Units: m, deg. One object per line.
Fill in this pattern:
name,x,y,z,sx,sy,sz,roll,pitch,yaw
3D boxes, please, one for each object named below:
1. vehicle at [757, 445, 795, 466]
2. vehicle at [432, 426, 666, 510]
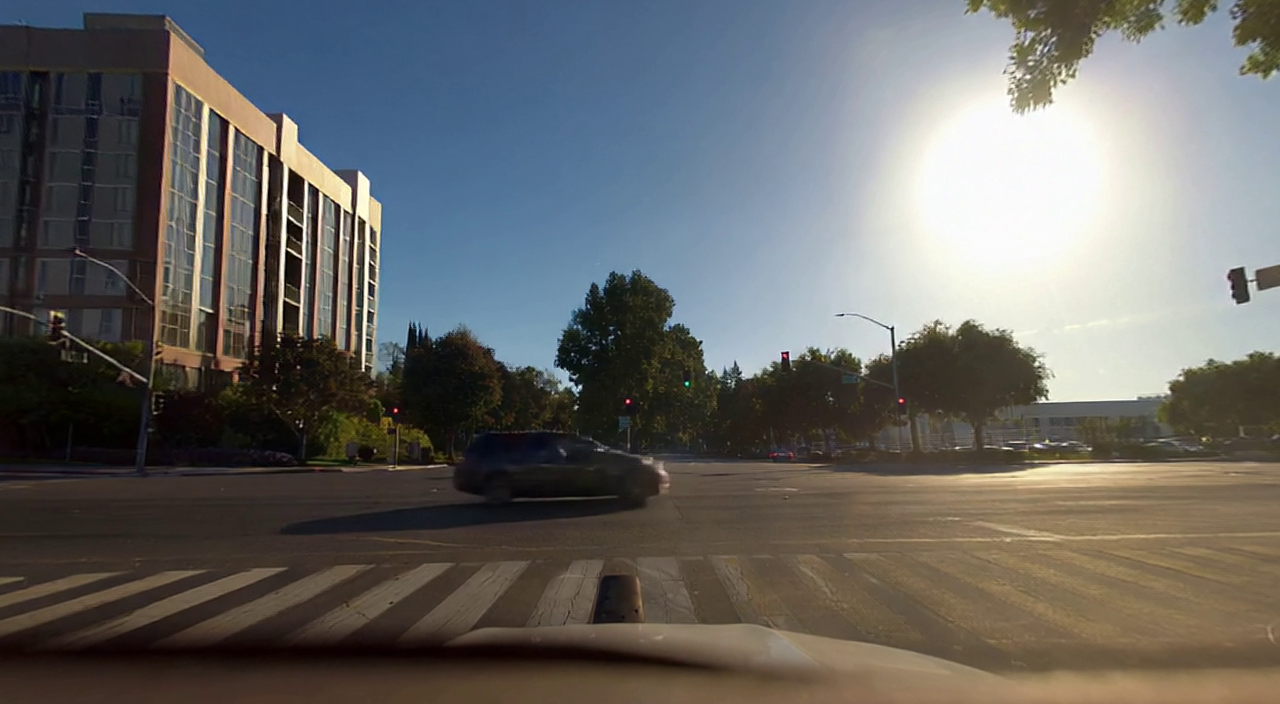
vehicle,9.986,7.652,46.803,2.043,1.454,4.424,-1,-8,3
vehicle,-1.974,2.578,14.365,4.853,1.719,1.986,1,-8,-6
